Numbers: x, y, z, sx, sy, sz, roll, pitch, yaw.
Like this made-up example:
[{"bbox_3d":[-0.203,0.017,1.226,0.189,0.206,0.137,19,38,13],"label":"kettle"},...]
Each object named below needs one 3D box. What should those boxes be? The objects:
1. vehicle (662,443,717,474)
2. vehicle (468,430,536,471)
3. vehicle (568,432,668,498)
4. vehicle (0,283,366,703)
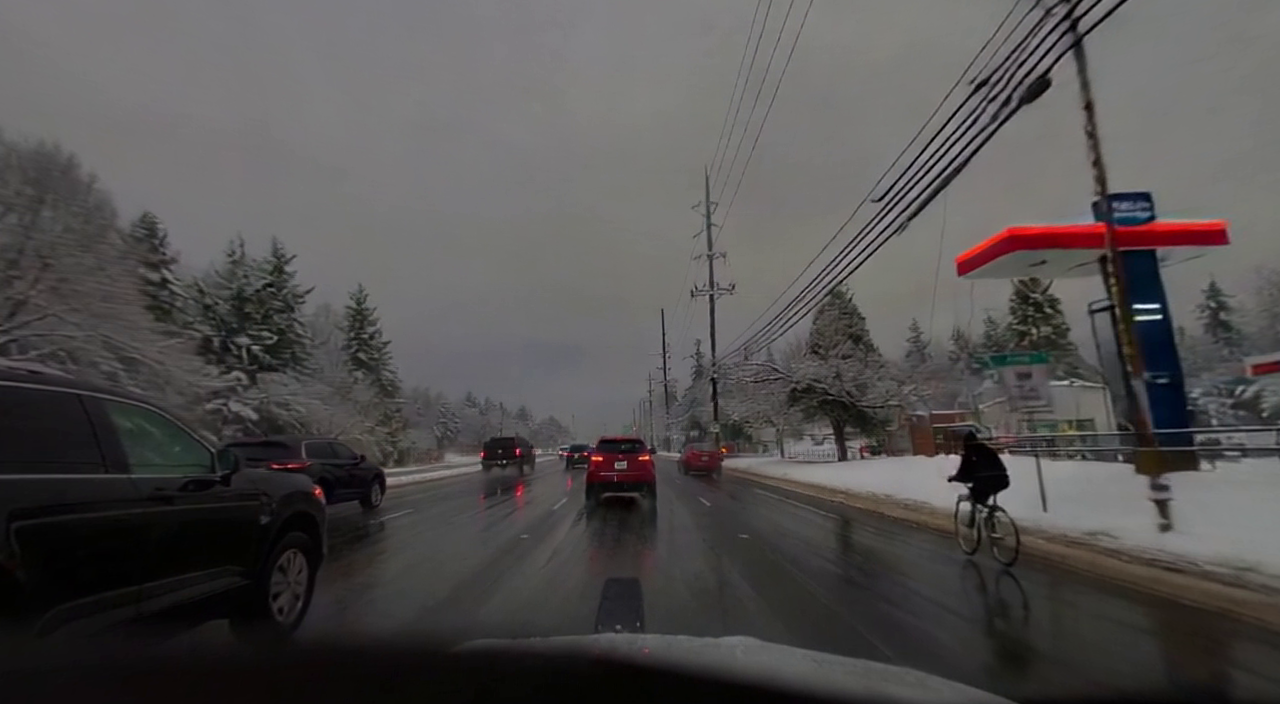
[{"bbox_3d":[2.219,4.943,29.521,2.065,1.302,4.416,0,-8,-2],"label":"vehicle"},{"bbox_3d":[-7.042,5.115,32.874,2.385,1.918,5.056,0,-8,0],"label":"vehicle"},{"bbox_3d":[-0.497,2.797,16.004,2.189,1.437,4.135,0,-8,0],"label":"vehicle"},{"bbox_3d":[-3.097,0.673,2.586,1.922,1.642,4.547,0,-8,-1],"label":"vehicle"}]
